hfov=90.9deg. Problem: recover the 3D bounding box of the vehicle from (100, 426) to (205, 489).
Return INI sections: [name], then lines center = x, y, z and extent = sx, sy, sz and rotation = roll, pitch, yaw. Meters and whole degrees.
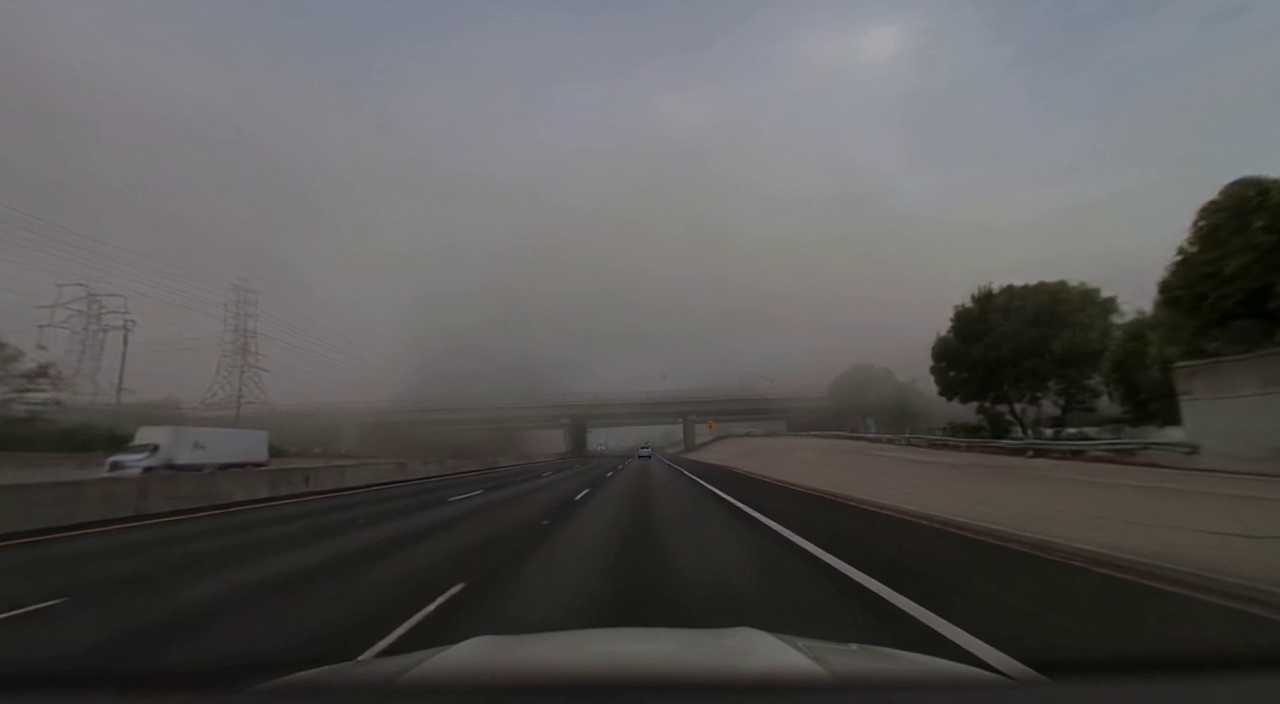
[vehicle]
center = -33.281, 7.190, 43.330
extent = 2.901, 3.943, 6.001
rotation = 1, -9, -9
